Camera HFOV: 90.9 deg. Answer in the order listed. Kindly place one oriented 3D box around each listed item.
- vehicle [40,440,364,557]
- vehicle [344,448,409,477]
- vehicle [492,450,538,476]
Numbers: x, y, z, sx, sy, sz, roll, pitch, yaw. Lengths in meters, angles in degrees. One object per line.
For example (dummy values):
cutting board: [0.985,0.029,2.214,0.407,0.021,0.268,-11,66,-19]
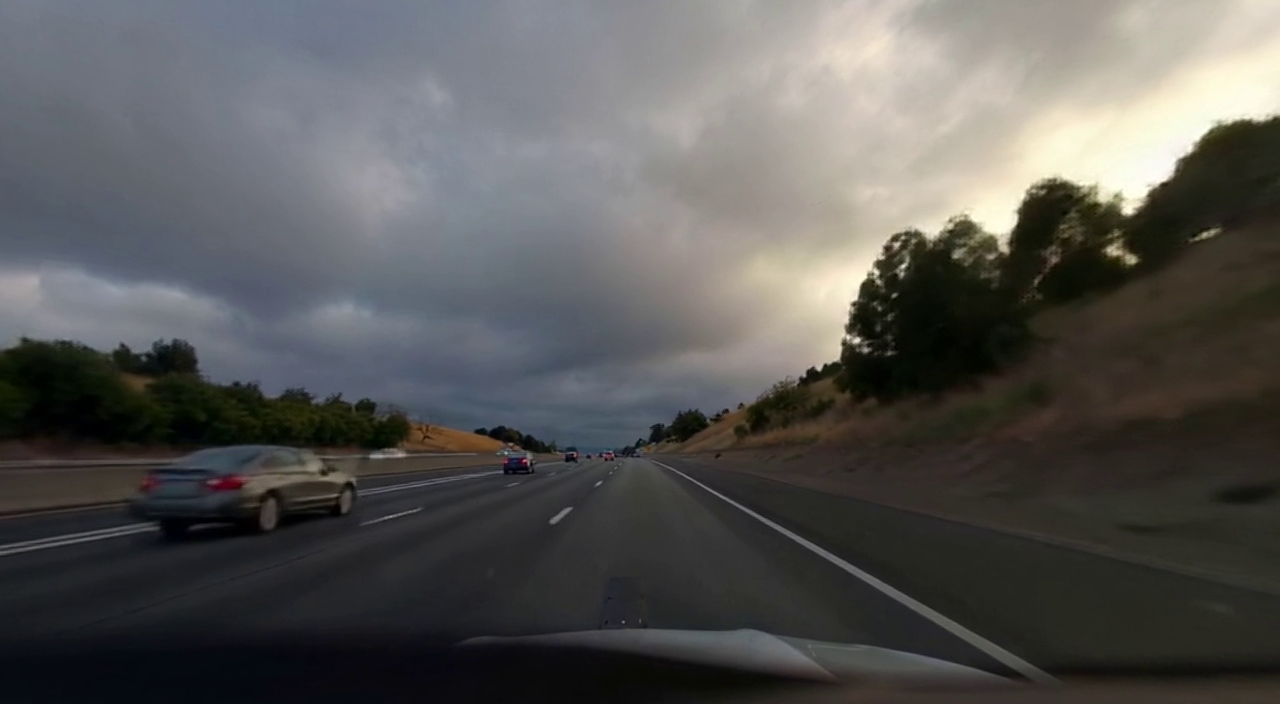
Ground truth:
vehicle: [-6.654,2.244,10.445,2.015,1.483,4.626,0,-9,0]
vehicle: [-14.618,6.135,35.217,1.794,1.461,4.344,0,-9,0]
vehicle: [-7.524,6.691,38.301,1.966,1.476,4.240,0,-9,0]
